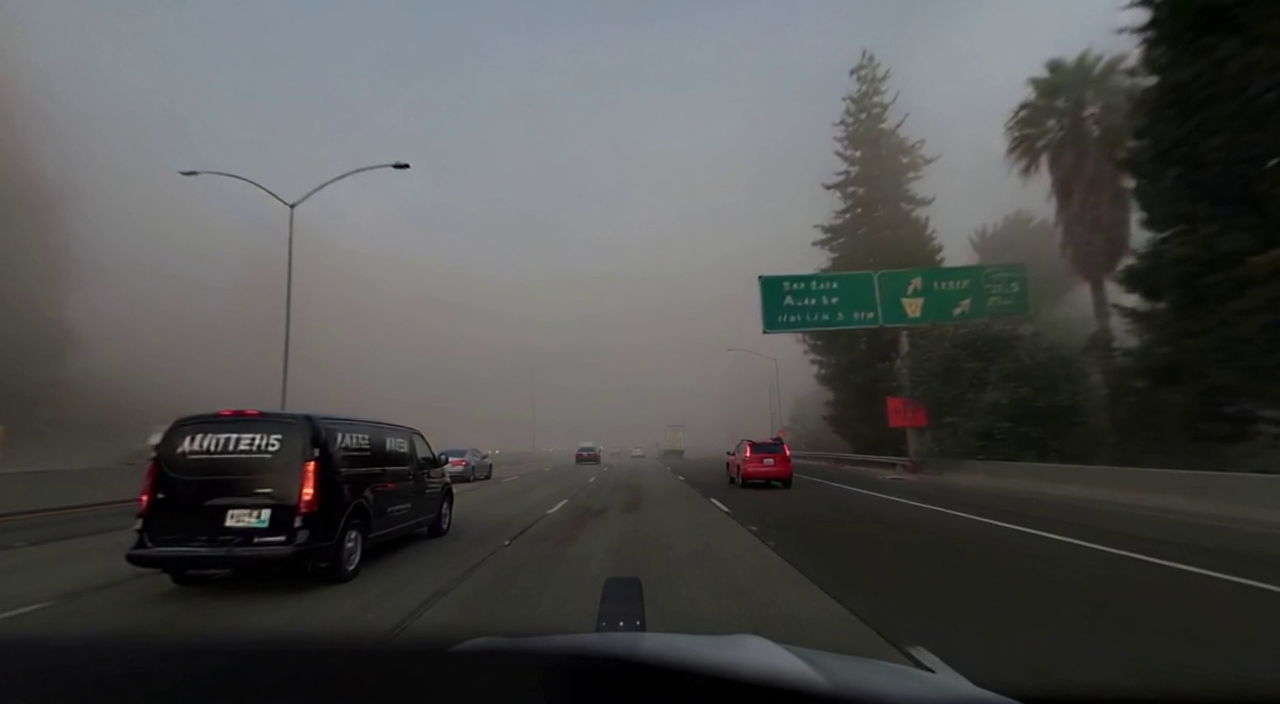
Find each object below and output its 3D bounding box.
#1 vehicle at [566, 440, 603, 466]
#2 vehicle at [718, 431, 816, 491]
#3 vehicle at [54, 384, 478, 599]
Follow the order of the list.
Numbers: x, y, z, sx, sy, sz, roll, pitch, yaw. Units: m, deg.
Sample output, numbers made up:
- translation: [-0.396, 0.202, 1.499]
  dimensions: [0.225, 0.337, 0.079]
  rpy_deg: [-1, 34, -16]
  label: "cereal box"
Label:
- translation: [-3.671, 6.775, 42.322]
  dimensions: [2.017, 1.683, 4.094]
  rpy_deg: [0, -9, 1]
  label: "vehicle"
- translation: [3.876, 3.434, 20.117]
  dimensions: [2.124, 1.674, 4.494]
  rpy_deg: [0, -9, -1]
  label: "vehicle"
- translation: [-3.953, 1.613, 8.234]
  dimensions: [2.215, 1.859, 5.375]
  rpy_deg: [0, -9, 0]
  label: "vehicle"
